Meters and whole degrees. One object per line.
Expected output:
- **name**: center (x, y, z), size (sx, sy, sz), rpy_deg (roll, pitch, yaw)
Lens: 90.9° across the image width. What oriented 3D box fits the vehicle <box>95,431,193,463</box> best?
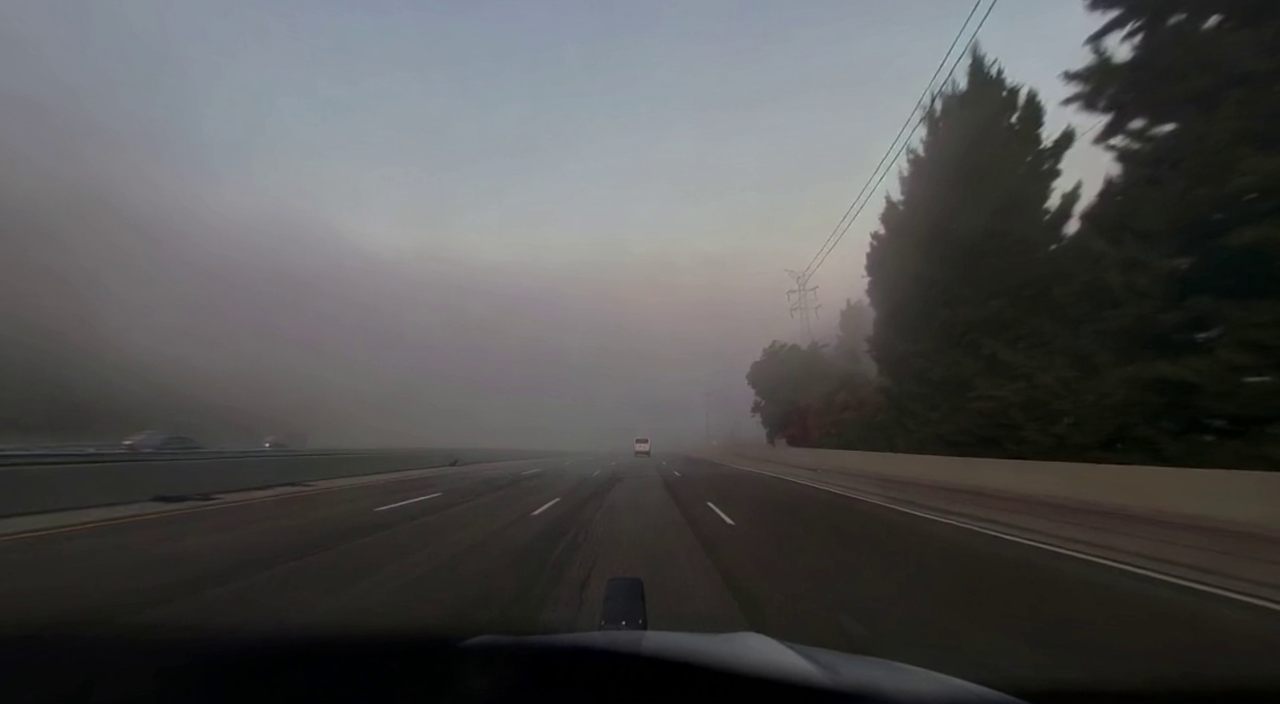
- **vehicle**: center (-30.464, 5.865, 38.966), size (2.056, 1.823, 4.811), rpy_deg (0, -8, 0)
